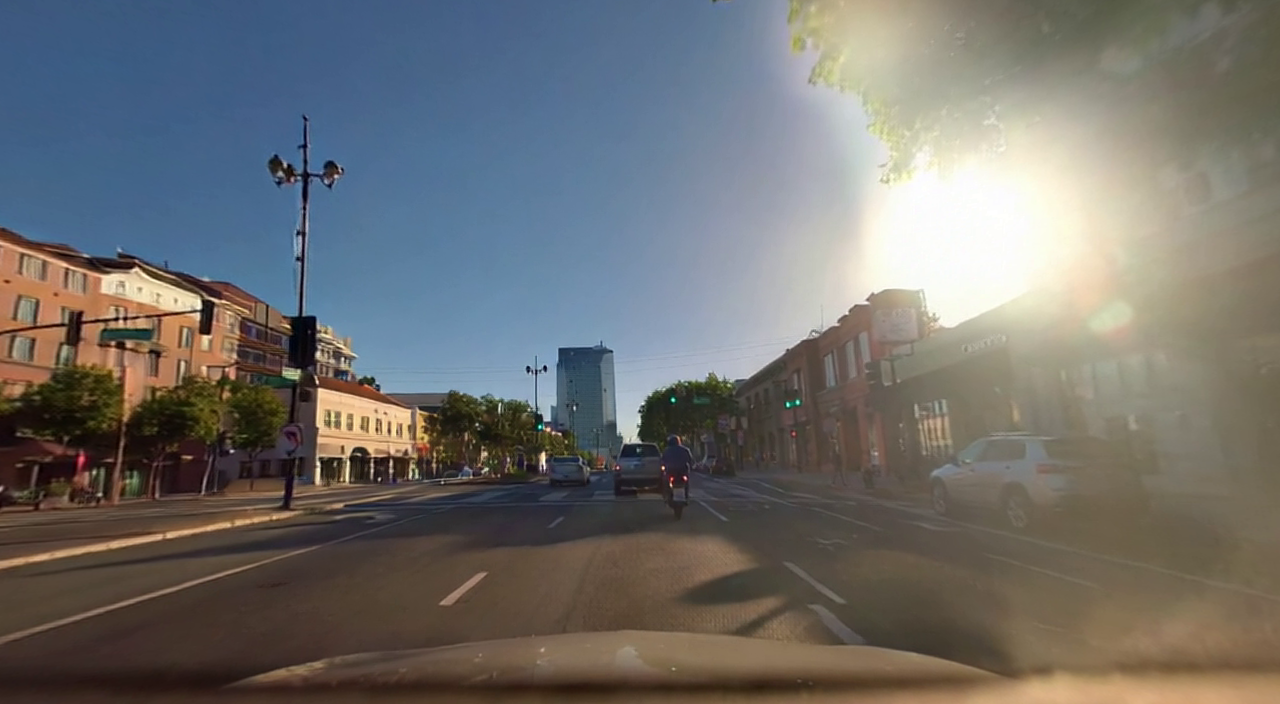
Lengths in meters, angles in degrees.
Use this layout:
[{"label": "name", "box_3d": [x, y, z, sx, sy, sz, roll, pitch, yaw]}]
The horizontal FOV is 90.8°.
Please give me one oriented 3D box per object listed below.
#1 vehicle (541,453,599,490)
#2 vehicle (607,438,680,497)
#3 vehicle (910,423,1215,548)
[{"label": "vehicle", "box_3d": [-2.964, 5.178, 27.736, 2.014, 1.470, 4.552, 0, -9, 0]}, {"label": "vehicle", "box_3d": [0.073, 3.844, 21.467, 2.223, 1.775, 4.250, 0, -9, -1]}, {"label": "vehicle", "box_3d": [7.167, 2.302, 11.641, 2.018, 1.772, 4.968, 0, -9, -2]}]
